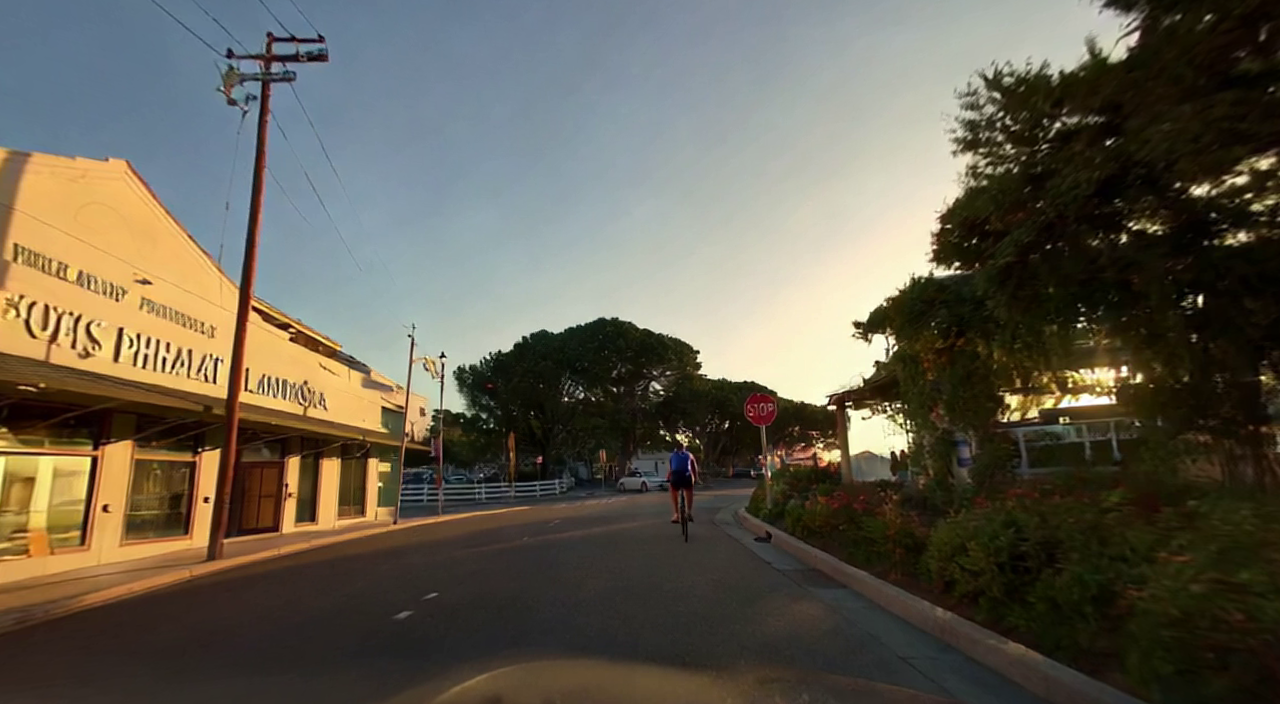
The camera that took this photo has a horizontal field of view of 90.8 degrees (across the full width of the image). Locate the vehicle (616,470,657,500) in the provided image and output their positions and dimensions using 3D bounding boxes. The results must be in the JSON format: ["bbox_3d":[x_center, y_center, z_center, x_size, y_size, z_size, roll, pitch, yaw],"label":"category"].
[{"bbox_3d":[-0.143,8.047,38.455,2.112,1.479,5.323,-1,-9,4],"label":"vehicle"}]
